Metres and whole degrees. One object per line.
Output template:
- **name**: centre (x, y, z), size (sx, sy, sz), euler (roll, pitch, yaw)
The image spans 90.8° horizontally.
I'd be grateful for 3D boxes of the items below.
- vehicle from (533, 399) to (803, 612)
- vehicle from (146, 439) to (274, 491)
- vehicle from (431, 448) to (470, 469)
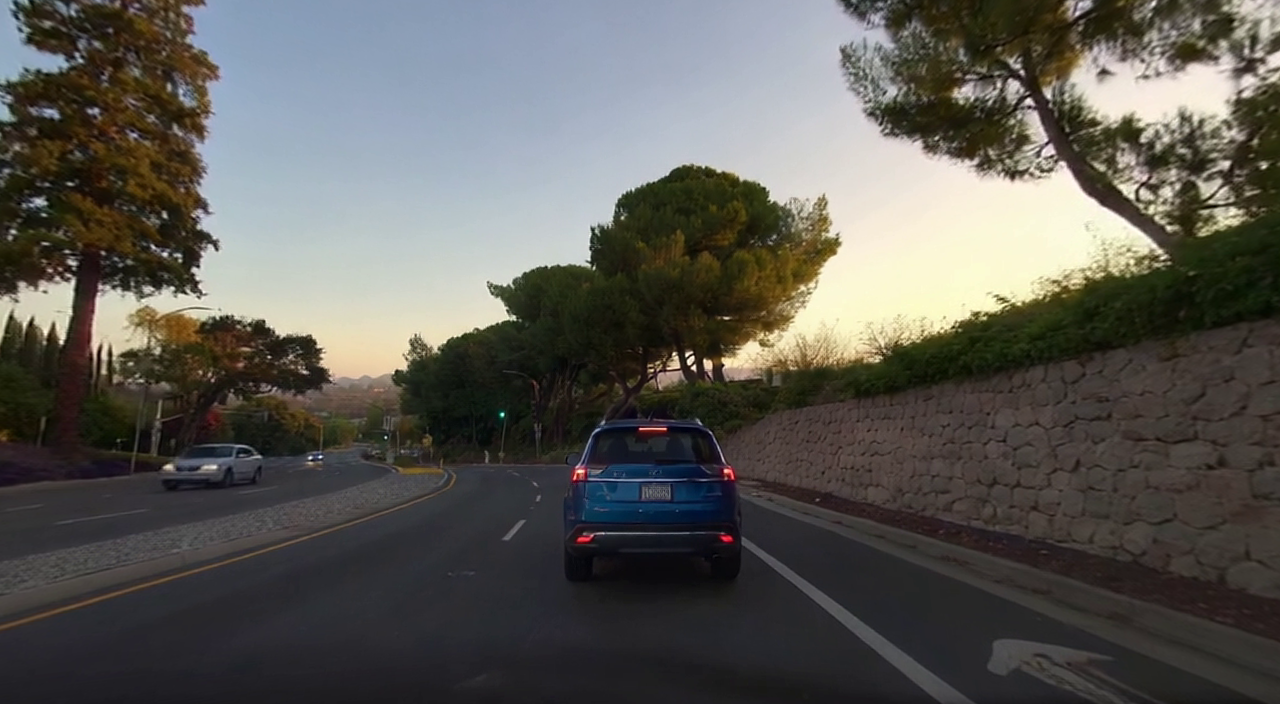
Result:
- **vehicle**: centre (0.066, 1.603, 7.543), size (2.287, 1.762, 4.269), euler (1, -9, -5)
- **vehicle**: centre (-15.611, 4.104, 23.320), size (2.317, 1.695, 4.538), euler (2, -9, -13)
- **vehicle**: centre (-14.286, 7.972, 47.440), size (2.023, 1.474, 4.286), euler (4, -10, -27)
